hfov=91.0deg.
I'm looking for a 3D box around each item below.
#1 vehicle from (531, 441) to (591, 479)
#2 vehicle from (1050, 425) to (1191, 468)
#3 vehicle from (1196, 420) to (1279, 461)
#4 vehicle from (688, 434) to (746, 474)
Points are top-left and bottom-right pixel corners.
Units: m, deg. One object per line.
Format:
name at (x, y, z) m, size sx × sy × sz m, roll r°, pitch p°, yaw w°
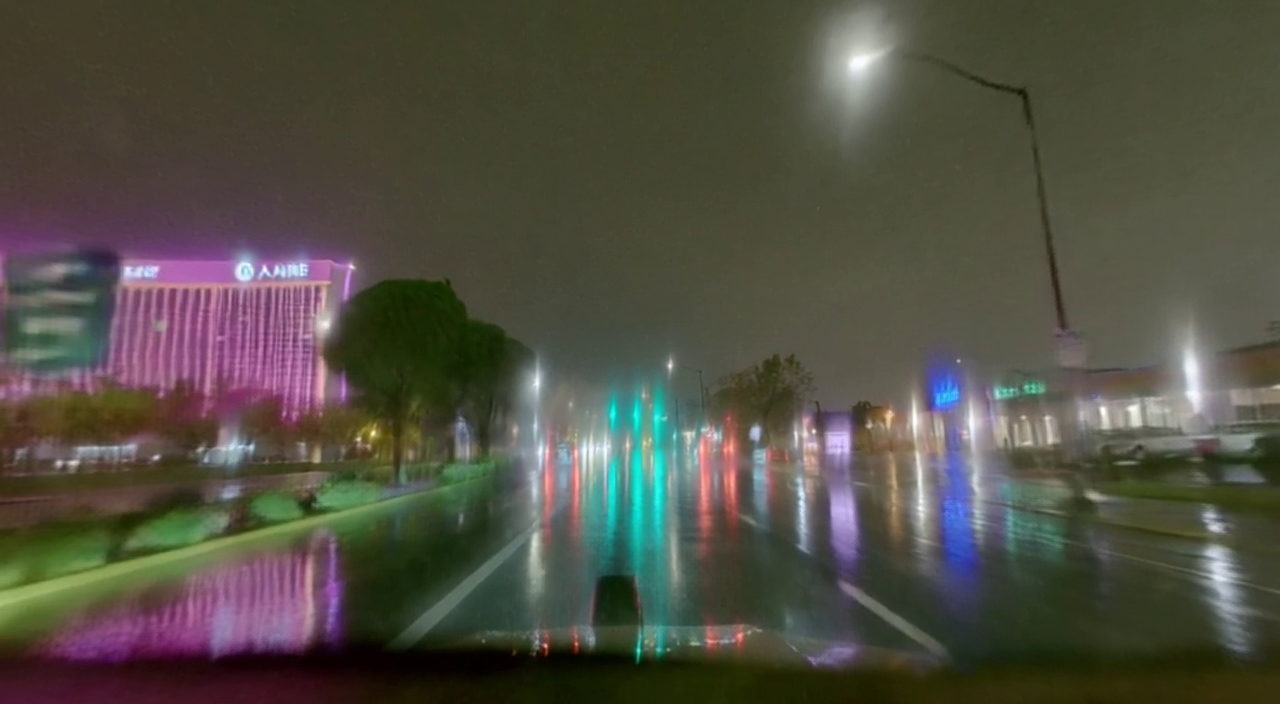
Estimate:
vehicle at (-3.331, 4.635, 27.288) m, size 2.005 × 1.477 × 4.169 m, roll 0°, pitch -8°, yaw 0°
vehicle at (17.649, 3.504, 23.424) m, size 1.830 × 1.444 × 4.386 m, roll 0°, pitch -8°, yaw 1°
vehicle at (23.642, 3.293, 23.458) m, size 1.769 × 1.445 × 4.333 m, roll 0°, pitch -8°, yaw -2°
vehicle at (3.518, 4.742, 29.456) m, size 2.083 × 1.743 × 4.354 m, roll 0°, pitch -8°, yaw -1°
